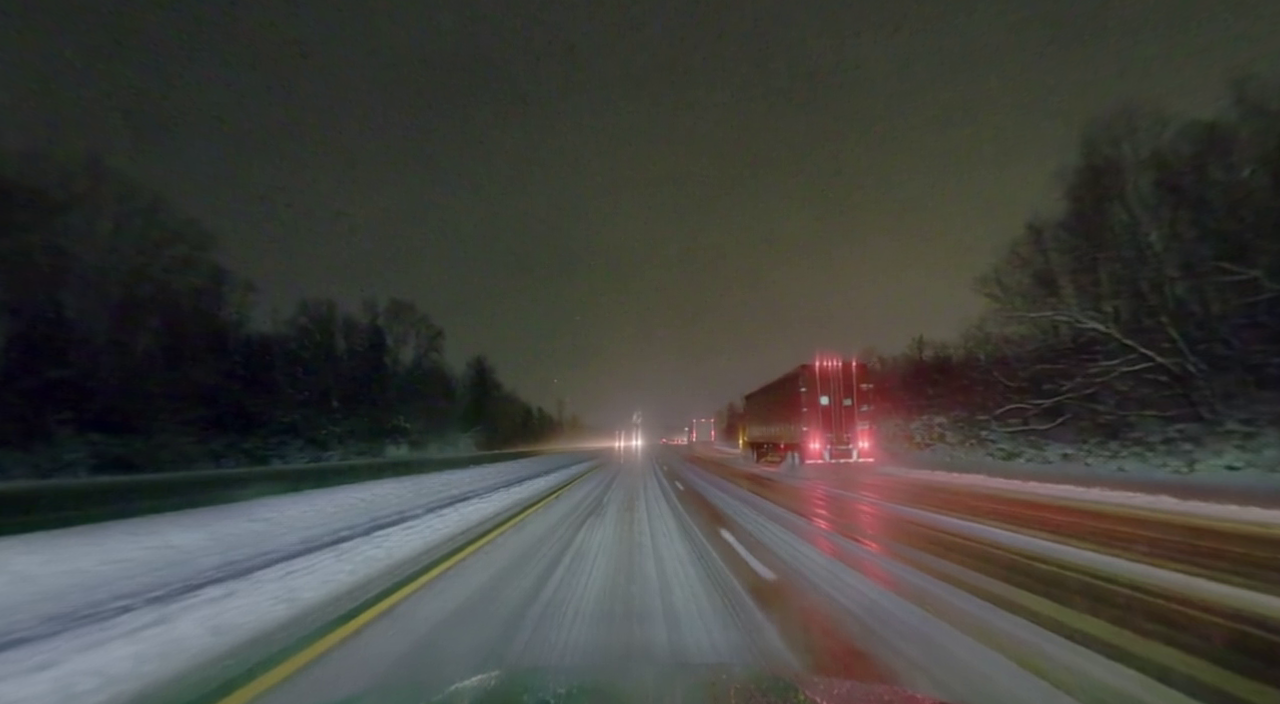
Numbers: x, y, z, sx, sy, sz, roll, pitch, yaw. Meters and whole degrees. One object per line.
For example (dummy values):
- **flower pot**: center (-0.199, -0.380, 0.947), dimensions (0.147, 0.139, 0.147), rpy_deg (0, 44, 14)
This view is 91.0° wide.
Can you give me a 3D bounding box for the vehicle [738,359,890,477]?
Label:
- **vehicle**: center (7.117, 3.272, 28.877), dimensions (2.885, 4.075, 13.981), rpy_deg (-1, -8, 0)
